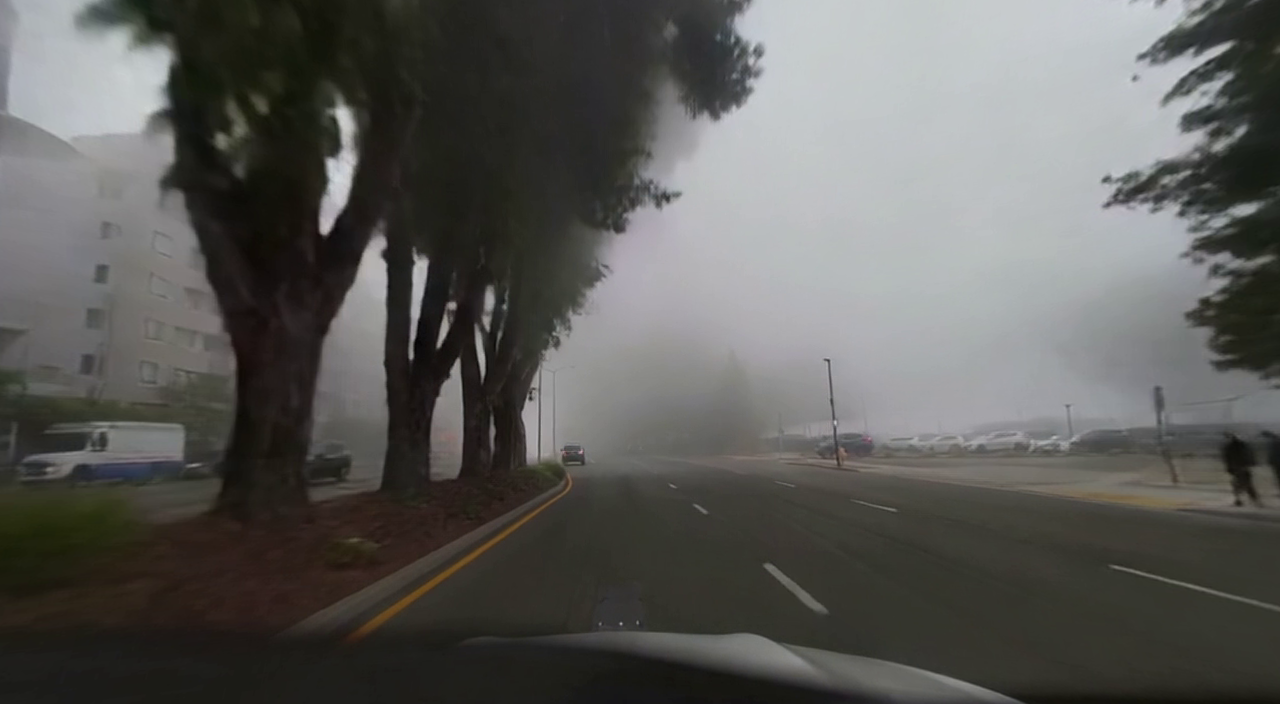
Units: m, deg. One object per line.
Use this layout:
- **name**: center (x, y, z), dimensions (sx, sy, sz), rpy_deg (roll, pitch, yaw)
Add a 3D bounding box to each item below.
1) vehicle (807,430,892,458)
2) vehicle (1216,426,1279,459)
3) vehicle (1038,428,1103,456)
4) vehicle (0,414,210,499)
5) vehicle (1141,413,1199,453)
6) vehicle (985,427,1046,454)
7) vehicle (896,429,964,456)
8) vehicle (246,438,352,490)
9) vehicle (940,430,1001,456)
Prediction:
- **vehicle**: center (15.716, 6.972, 47.737), dimensions (5.829, 1.995, 2.659), rpy_deg (-2, -9, 14)
- **vehicle**: center (31.253, 4.501, 31.353), dimensions (4.313, 1.549, 1.851), rpy_deg (2, -9, -17)
- **vehicle**: center (26.086, 5.456, 38.218), dimensions (4.202, 1.577, 2.080), rpy_deg (7, -11, -40)
- **vehicle**: center (-20.558, 4.062, 24.931), dimensions (2.601, 2.866, 6.588), rpy_deg (0, -9, -2)
- **vehicle**: center (36.624, 5.667, 43.594), dimensions (5.151, 2.514, 2.332), rpy_deg (9, -13, -43)
- **vehicle**: center (23.605, 5.583, 39.637), dimensions (2.219, 1.587, 5.047), rpy_deg (-8, -11, 41)
- **vehicle**: center (21.247, 6.648, 46.457), dimensions (4.218, 1.780, 2.331), rpy_deg (-1, -10, 17)
- **vehicle**: center (-13.199, 4.331, 24.759), dimensions (1.927, 1.828, 4.112), rpy_deg (0, -8, -2)
- **vehicle**: center (21.598, 5.919, 41.152), dimensions (2.218, 1.617, 4.783), rpy_deg (-8, -11, 42)
